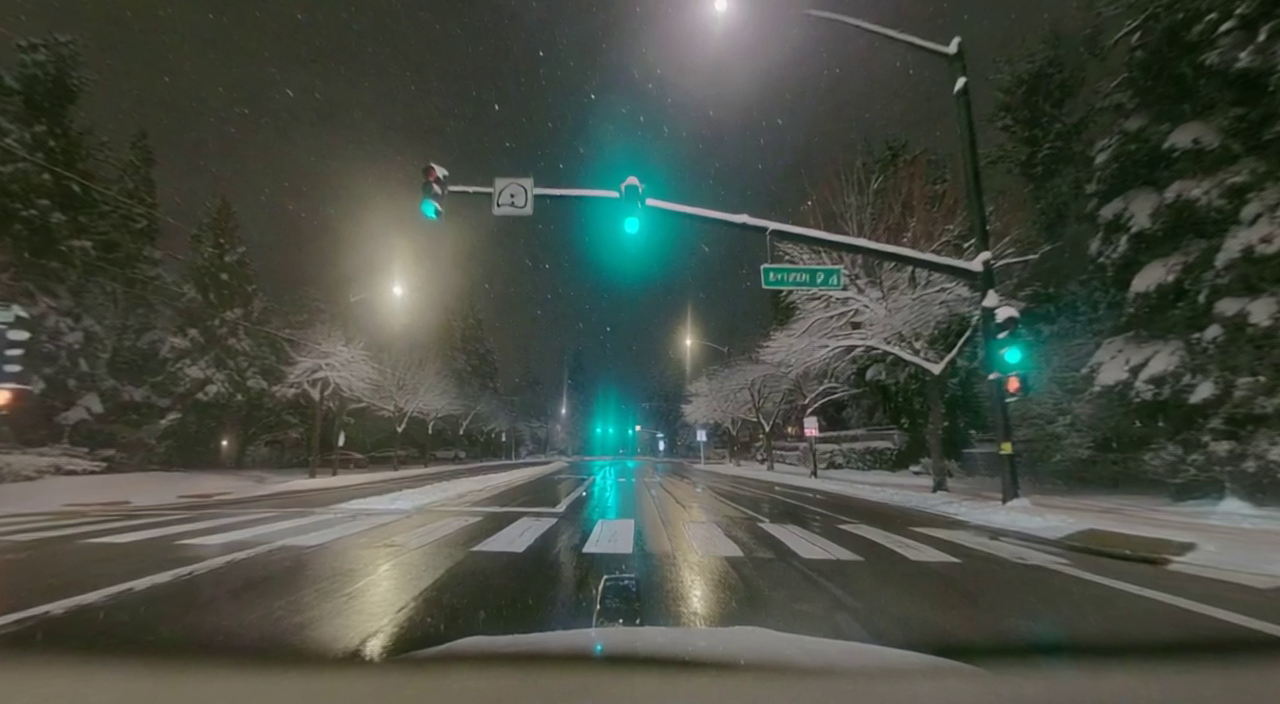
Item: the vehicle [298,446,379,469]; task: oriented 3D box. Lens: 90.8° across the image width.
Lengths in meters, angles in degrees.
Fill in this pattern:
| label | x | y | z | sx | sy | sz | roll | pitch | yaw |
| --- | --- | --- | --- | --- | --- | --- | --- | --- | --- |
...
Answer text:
| label | x | y | z | sx | sy | sz | roll | pitch | yaw |
| --- | --- | --- | --- | --- | --- | --- | --- | --- | --- |
| vehicle | -20.713 | 7.274 | 43.495 | 4.536 | 1.502 | 1.975 | -1 | -9 | 4 |
